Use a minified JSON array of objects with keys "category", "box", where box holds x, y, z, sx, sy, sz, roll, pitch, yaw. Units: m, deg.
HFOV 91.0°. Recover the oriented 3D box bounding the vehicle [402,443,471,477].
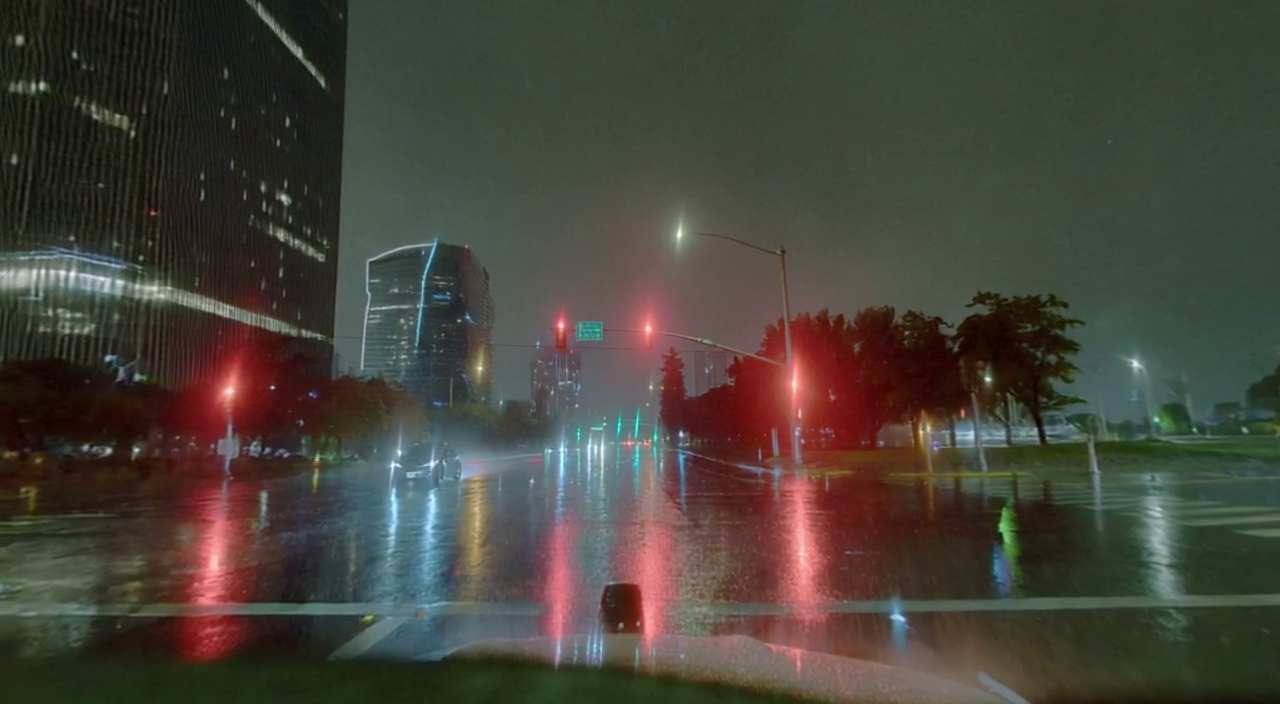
[{"category":"vehicle","box":[-11.580,6.165,36.234,2.069,1.771,4.947,0,-9,3]}]
